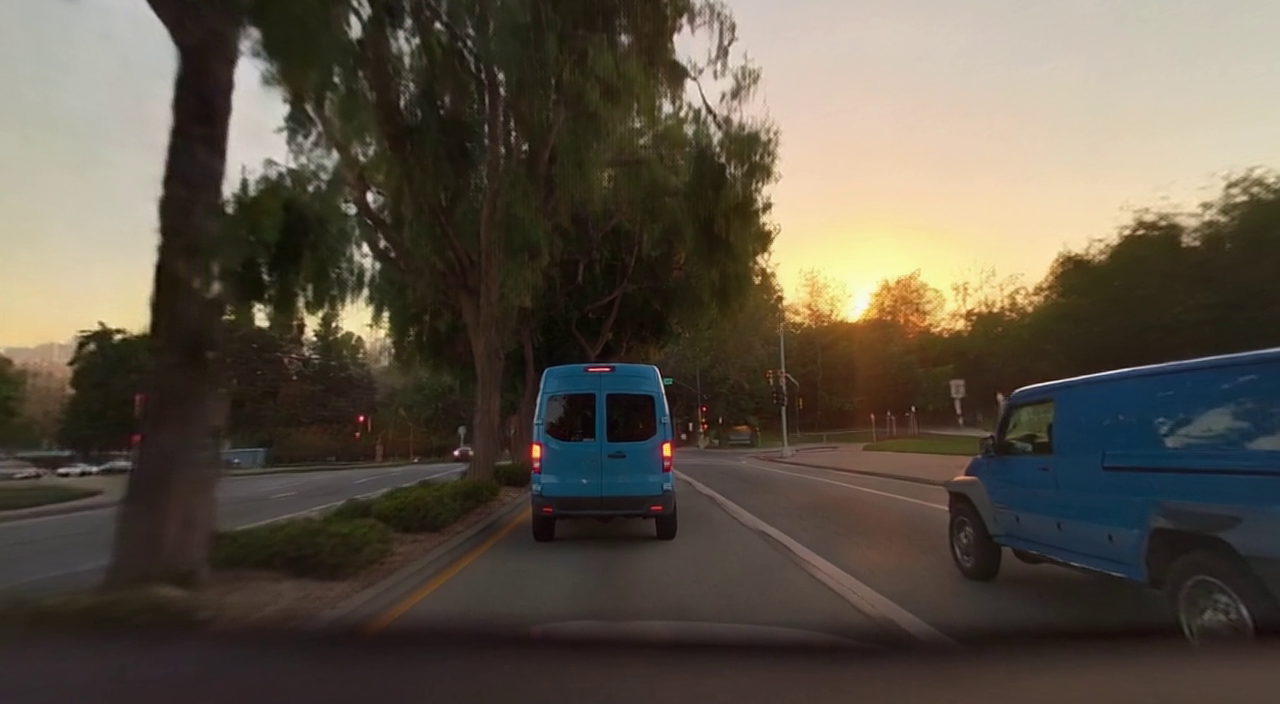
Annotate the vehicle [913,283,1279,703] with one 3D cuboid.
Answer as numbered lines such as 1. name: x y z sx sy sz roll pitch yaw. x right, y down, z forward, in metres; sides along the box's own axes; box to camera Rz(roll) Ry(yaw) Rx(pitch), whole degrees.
1. vehicle: 3.691 0.875 4.137 1.988 1.873 3.968 0 -9 0

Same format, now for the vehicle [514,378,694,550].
1. vehicle: -0.383 1.653 9.794 2.145 2.046 4.309 0 -9 1

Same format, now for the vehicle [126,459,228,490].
1. vehicle: -27.935 7.353 38.170 4.857 1.729 2.029 -1 -9 9
